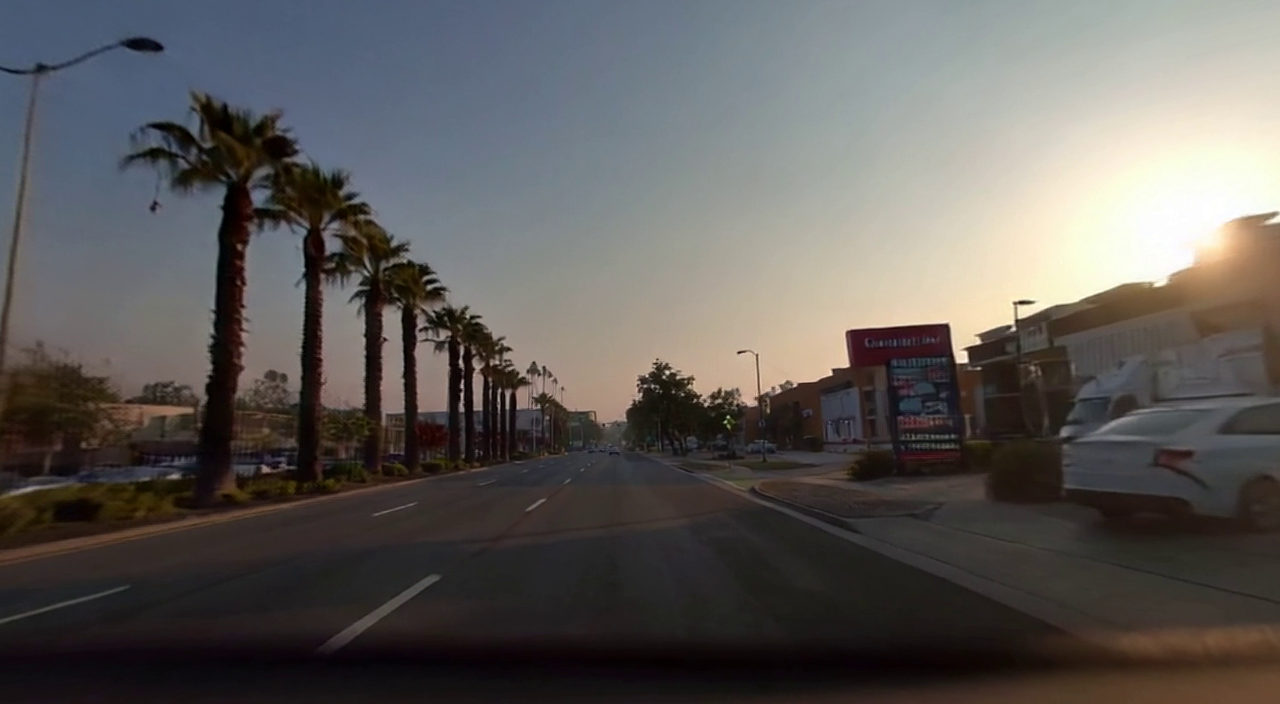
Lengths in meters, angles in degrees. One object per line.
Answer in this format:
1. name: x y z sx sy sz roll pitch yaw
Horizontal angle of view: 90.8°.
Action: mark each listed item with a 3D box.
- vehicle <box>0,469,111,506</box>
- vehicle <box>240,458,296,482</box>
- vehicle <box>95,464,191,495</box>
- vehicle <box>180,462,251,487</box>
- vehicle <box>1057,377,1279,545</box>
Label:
1. vehicle: -27.505 6.265 29.524 1.909 1.436 4.443 0 -9 -4
2. vehicle: -28.650 9.054 48.797 1.938 1.667 4.364 0 -9 -4
3. vehicle: -27.823 7.113 35.585 1.861 1.474 4.719 0 -9 -5
4. vehicle: -28.382 8.185 42.414 1.807 1.446 4.605 0 -9 -3
5. vehicle: 8.982 1.688 10.208 5.154 2.026 2.257 7 -12 -41
